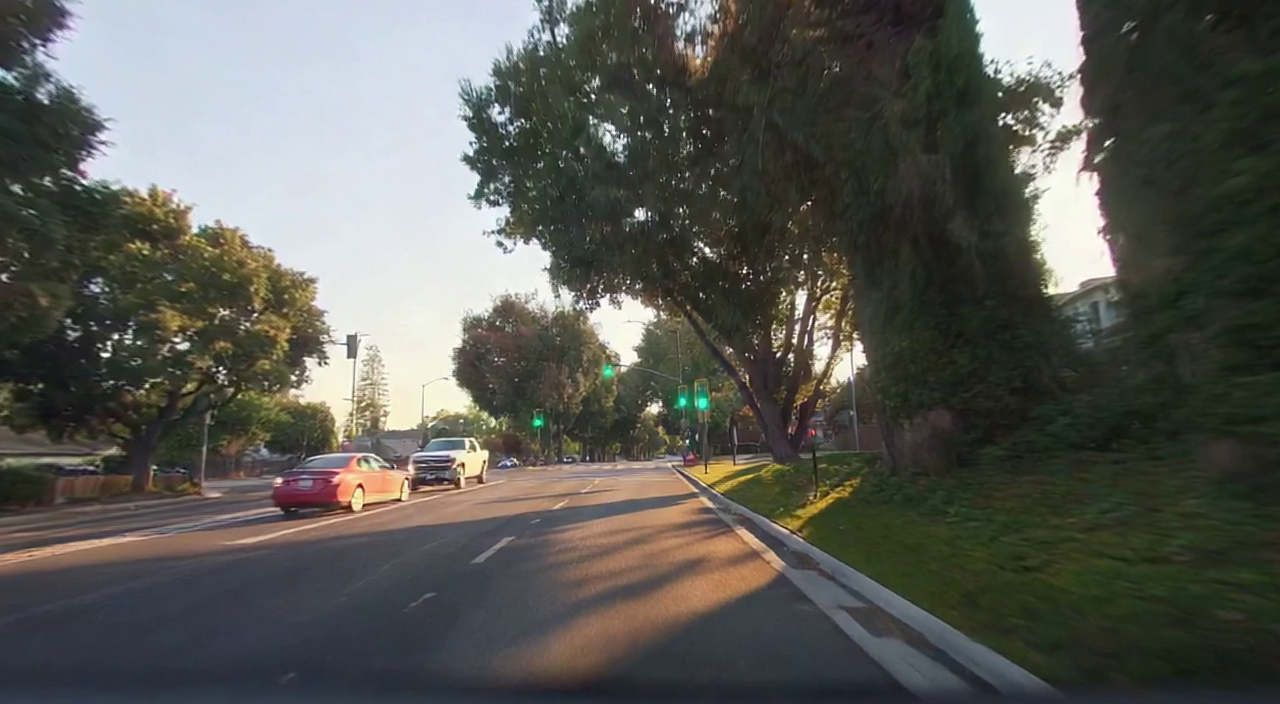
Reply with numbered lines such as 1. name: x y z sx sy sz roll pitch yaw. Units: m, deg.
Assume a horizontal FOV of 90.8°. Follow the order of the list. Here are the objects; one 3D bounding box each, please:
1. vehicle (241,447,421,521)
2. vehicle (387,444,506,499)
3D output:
1. vehicle: -7.192 3.075 15.358 1.968 1.485 4.558 0 -8 2
2. vehicle: -7.010 4.389 23.919 2.308 1.755 6.571 0 -8 2
